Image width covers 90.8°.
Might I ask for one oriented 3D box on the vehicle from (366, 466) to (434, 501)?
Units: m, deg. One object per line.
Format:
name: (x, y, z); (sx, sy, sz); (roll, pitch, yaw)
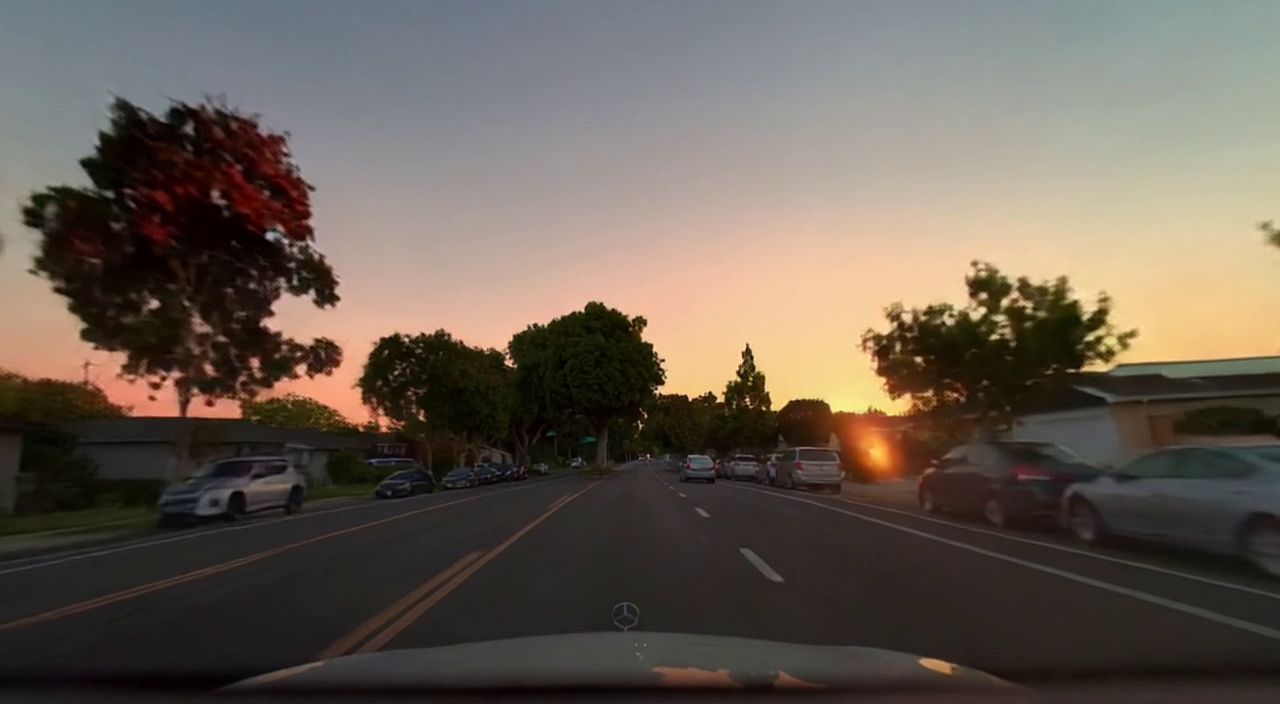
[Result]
vehicle: (-11.822, 6.476, 31.446); (1.809, 1.476, 4.423); (0, -9, -2)

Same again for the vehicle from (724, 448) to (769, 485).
vehicle: (7.126, 7.681, 42.774); (2.081, 2.286, 4.941); (0, -9, -2)

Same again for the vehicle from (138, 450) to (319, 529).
vehicle: (-11.609, 3.850, 18.342); (2.181, 1.920, 4.570); (0, -8, -1)

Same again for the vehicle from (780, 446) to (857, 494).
vehicle: (7.473, 4.958, 27.010); (1.873, 1.867, 4.673); (0, -9, -1)

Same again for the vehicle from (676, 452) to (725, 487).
vehicle: (3.060, 6.021, 32.792); (1.951, 1.620, 4.582); (0, -8, -2)

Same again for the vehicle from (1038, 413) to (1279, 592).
vehicle: (7.484, 1.691, 7.533); (2.071, 1.793, 5.072); (0, -8, -1)

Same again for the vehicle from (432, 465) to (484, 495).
vehicle: (-11.868, 8.346, 41.490); (1.888, 1.668, 5.052); (0, -9, 0)
